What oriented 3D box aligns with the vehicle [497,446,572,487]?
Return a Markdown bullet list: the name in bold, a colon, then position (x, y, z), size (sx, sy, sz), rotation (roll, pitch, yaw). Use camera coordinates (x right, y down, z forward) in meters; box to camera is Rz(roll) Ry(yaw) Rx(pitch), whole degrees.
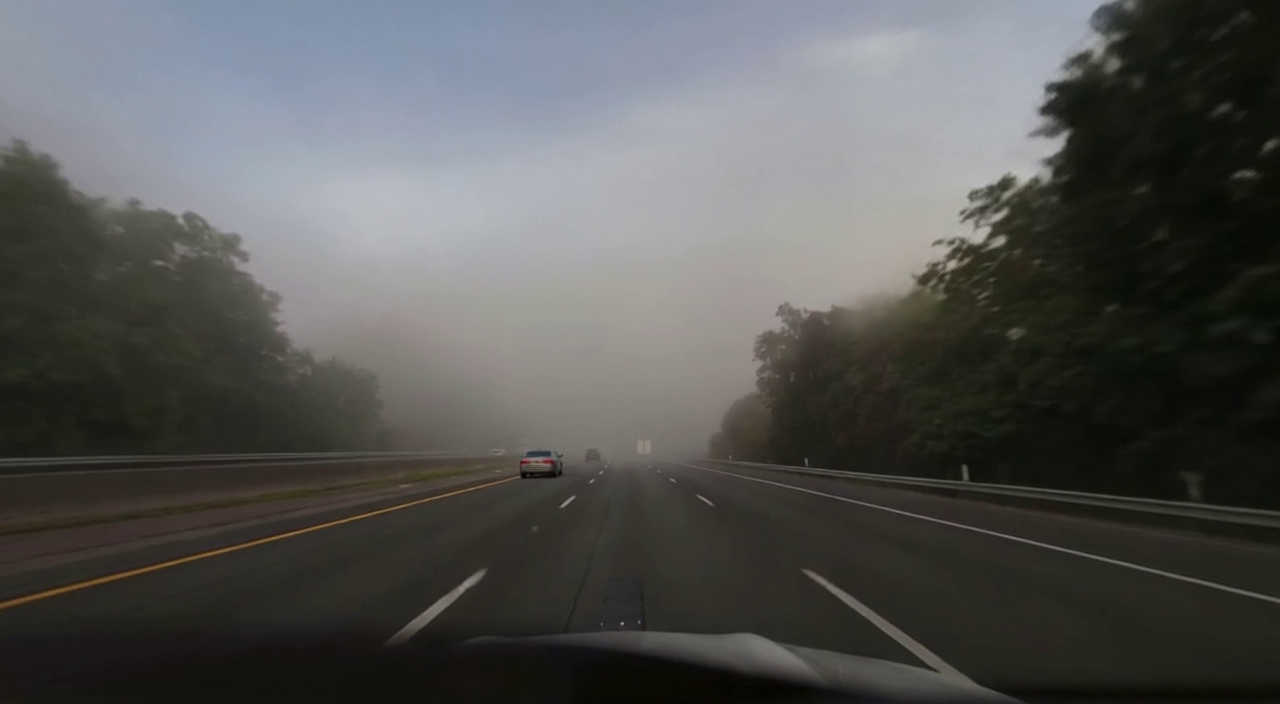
- **vehicle**: position (-4.074, 4.504, 25.150), size (2.169, 1.473, 4.631), rotation (0, -9, 0)
